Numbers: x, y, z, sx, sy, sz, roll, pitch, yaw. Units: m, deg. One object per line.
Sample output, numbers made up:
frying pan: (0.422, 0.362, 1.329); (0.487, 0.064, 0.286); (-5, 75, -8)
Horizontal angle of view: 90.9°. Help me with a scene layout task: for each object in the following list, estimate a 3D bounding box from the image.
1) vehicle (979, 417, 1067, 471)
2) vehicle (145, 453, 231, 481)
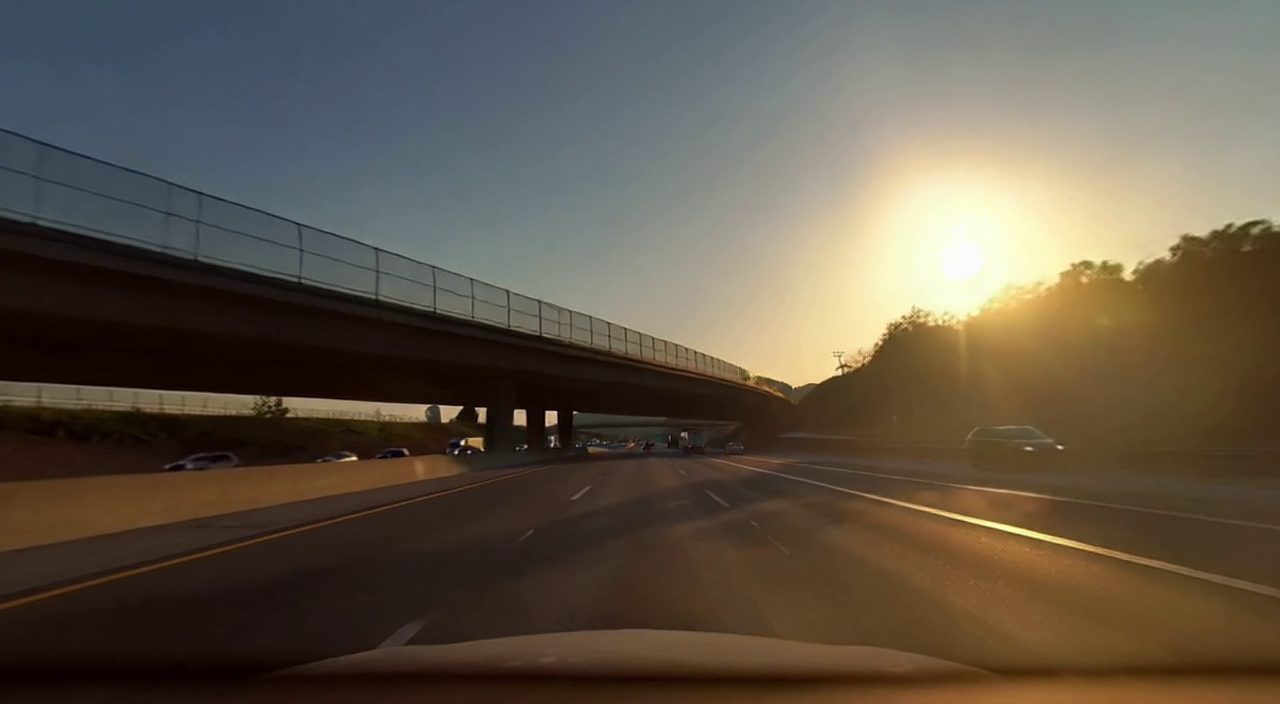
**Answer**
vehicle: (20.262, 4.905, 33.611); (2.233, 2.695, 3.871); (-1, -8, 2)
vehicle: (-27.991, 7.117, 39.271); (2.077, 1.564, 4.392); (0, -8, 0)
